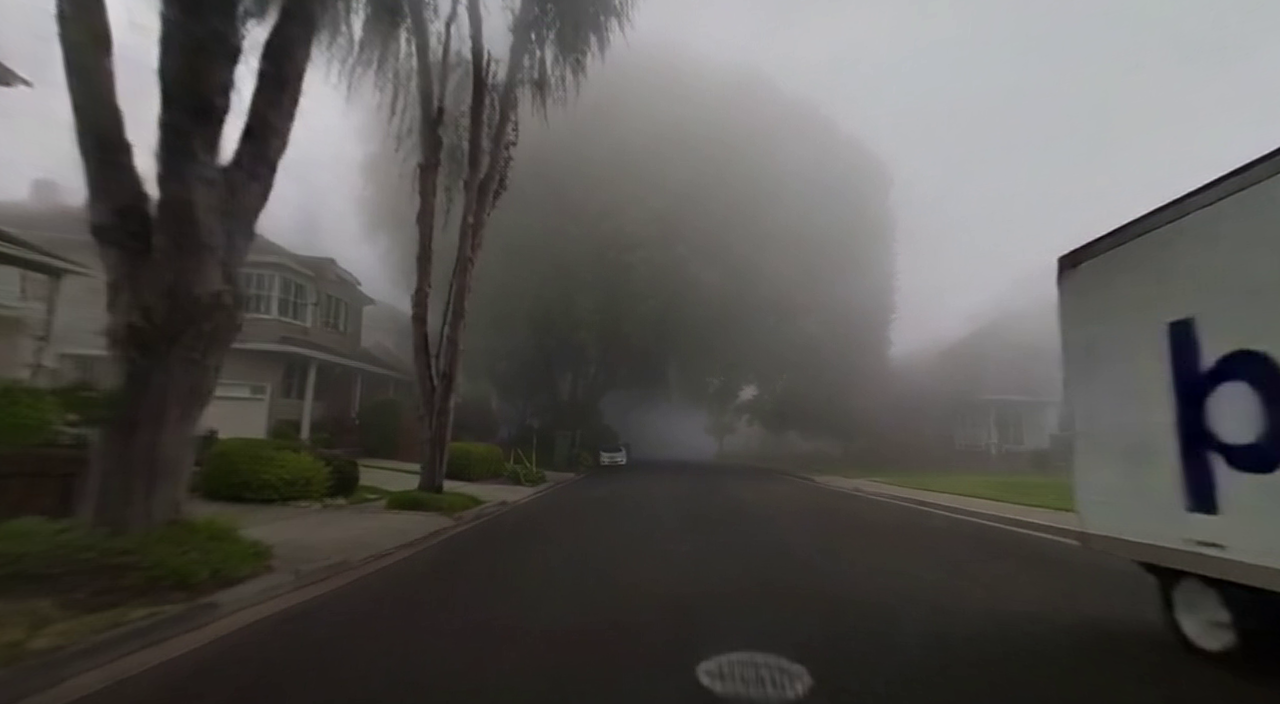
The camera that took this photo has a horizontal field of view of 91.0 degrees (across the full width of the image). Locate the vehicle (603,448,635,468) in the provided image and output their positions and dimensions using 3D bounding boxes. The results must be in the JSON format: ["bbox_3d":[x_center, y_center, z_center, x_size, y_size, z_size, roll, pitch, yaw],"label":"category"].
[{"bbox_3d":[-1.519,7.868,46.986,2.017,1.397,4.004,-1,-8,4],"label":"vehicle"}]
